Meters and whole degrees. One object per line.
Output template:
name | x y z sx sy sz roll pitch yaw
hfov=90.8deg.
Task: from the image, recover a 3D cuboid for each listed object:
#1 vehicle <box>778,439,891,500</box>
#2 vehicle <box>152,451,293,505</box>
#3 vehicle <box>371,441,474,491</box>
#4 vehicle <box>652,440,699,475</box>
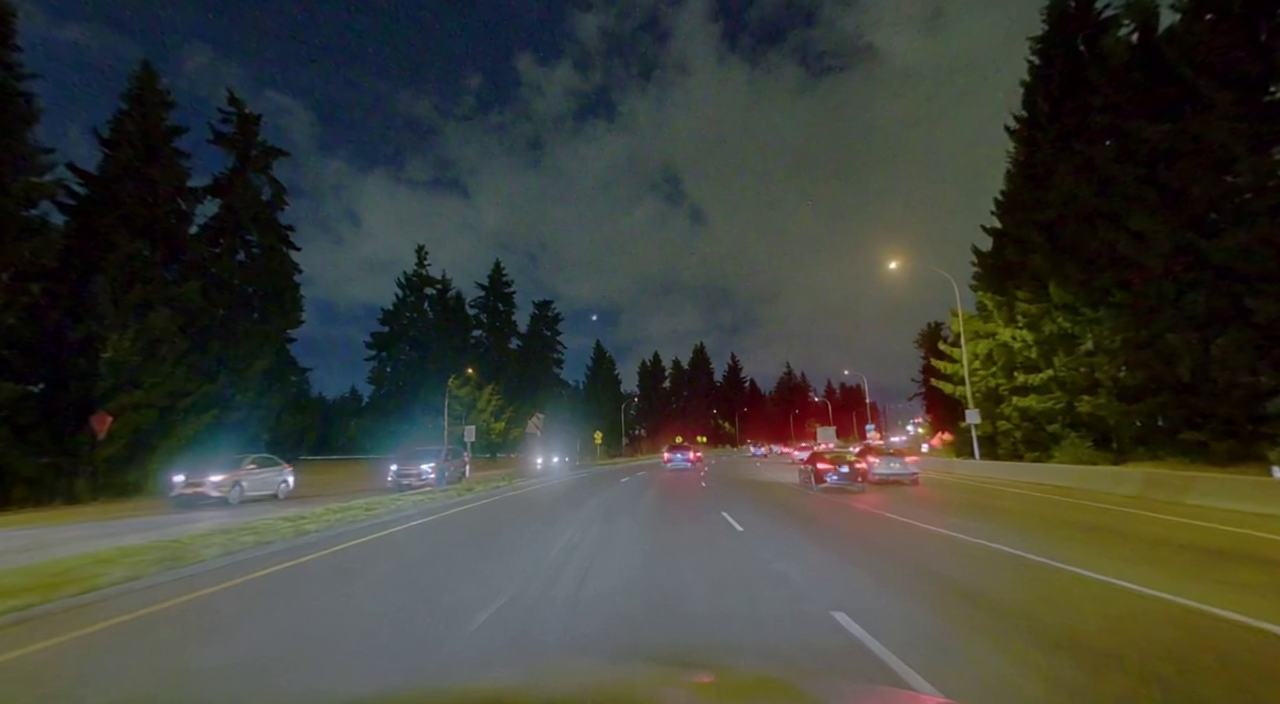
vehicle | 5.182 3.172 17.493 2.044 1.474 4.083 -1 -8 4
vehicle | -14.682 4.403 22.548 1.876 1.672 4.237 -1 -8 5
vehicle | -8.479 4.468 25.170 2.151 1.770 4.512 -1 -8 5
vehicle | 1.926 5.469 33.122 2.201 1.676 4.541 -1 -8 6
